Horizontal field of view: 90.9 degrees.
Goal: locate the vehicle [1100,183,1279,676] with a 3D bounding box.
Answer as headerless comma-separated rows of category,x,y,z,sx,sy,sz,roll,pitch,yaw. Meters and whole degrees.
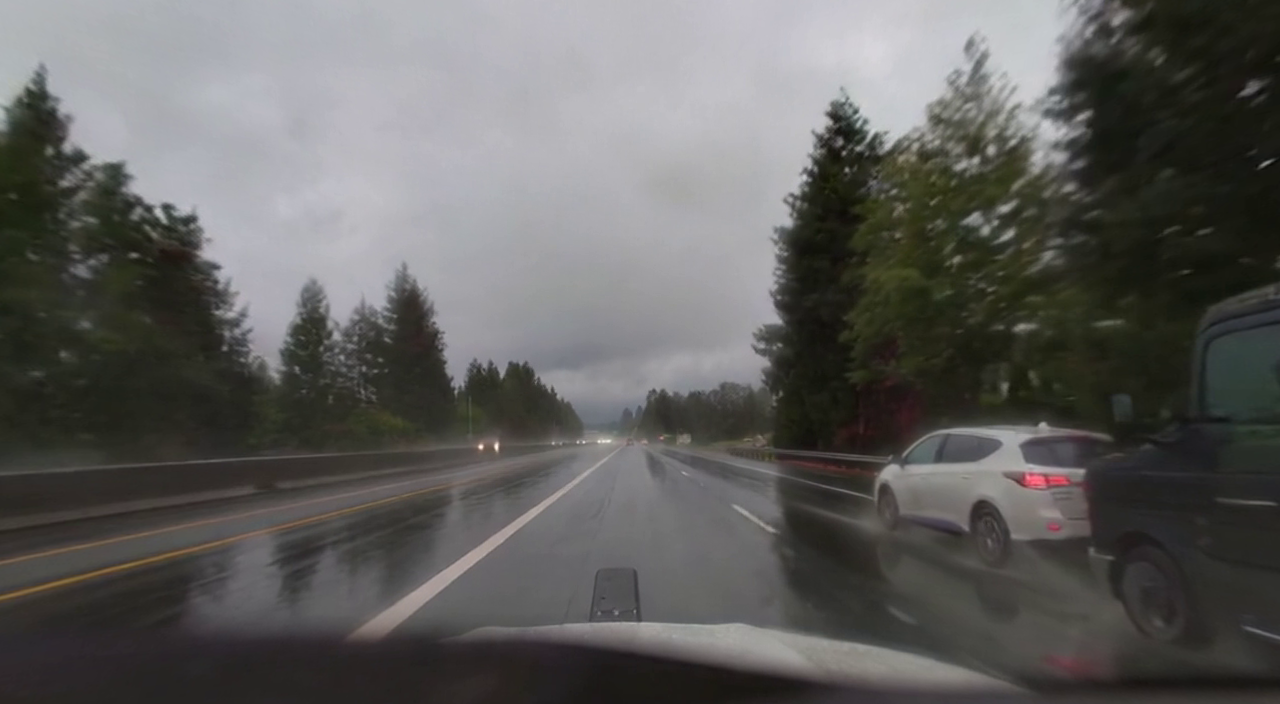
vehicle,4.581,0.282,2.407,2.370,2.579,4.127,0,-8,-1

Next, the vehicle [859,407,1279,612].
vehicle,4.454,1.544,7.303,2.095,1.587,4.638,0,-8,-1
